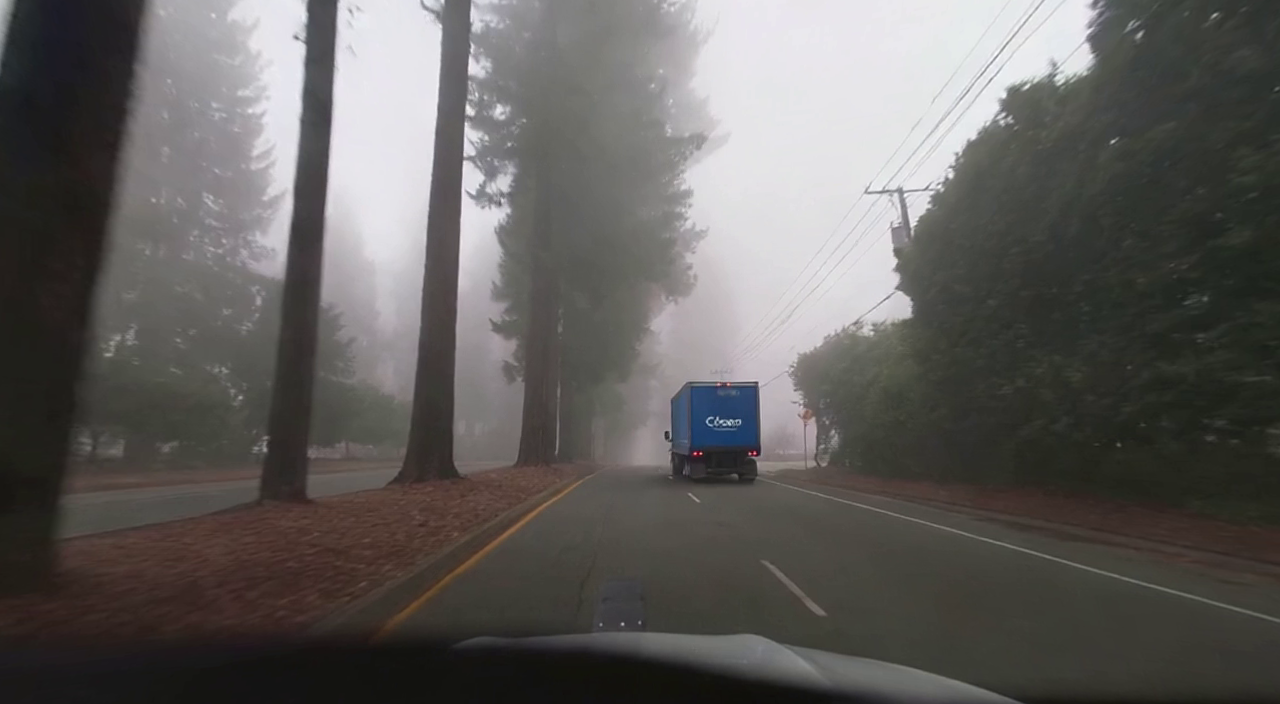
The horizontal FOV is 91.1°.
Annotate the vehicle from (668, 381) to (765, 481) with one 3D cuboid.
[{"bbox_3d":[3.145,3.706,28.830,2.973,3.848,9.336,0,-8,-2],"label":"vehicle"}]
